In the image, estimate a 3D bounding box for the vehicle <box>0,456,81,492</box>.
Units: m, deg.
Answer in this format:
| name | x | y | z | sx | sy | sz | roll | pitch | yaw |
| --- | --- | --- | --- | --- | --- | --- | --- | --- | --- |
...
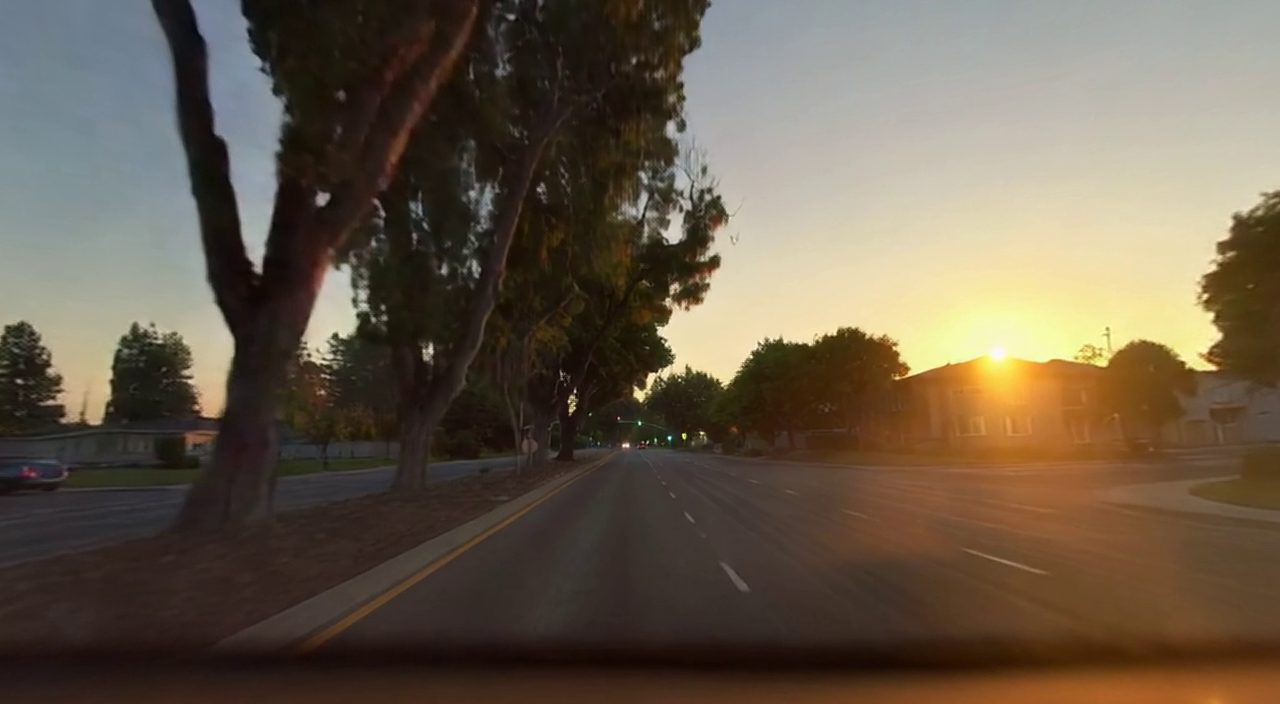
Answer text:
| name | x | y | z | sx | sy | sz | roll | pitch | yaw |
| --- | --- | --- | --- | --- | --- | --- | --- | --- | --- |
| vehicle | -33.587 | 6.545 | 34.052 | 4.805 | 1.854 | 2.103 | 0 | -9 | -1 |
